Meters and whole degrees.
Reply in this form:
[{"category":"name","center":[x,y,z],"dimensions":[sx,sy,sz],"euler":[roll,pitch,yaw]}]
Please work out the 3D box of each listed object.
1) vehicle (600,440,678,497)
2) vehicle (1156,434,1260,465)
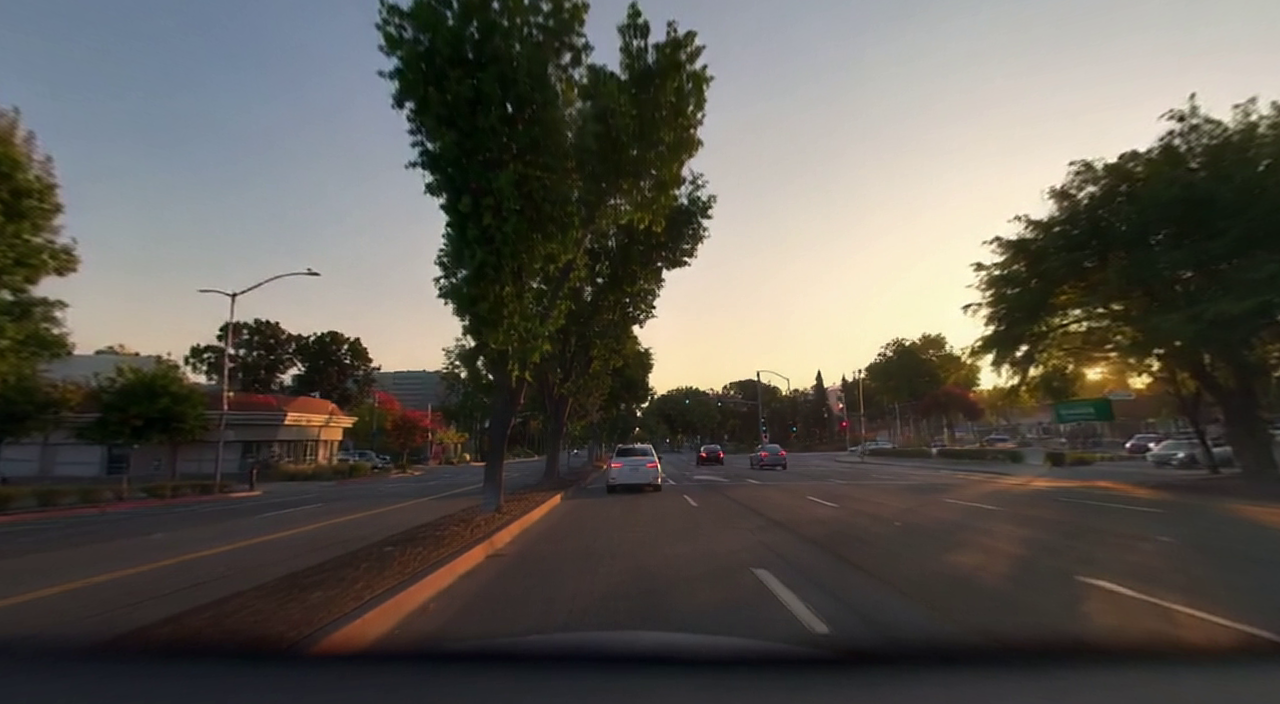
[{"category":"vehicle","center":[-0.050,3.377,18.724],"dimensions":[2.064,1.477,3.968],"euler":[0,-9,-1]},{"category":"vehicle","center":[31.898,5.479,35.635],"dimensions":[1.873,1.588,4.133],"euler":[-2,-8,-1]}]
